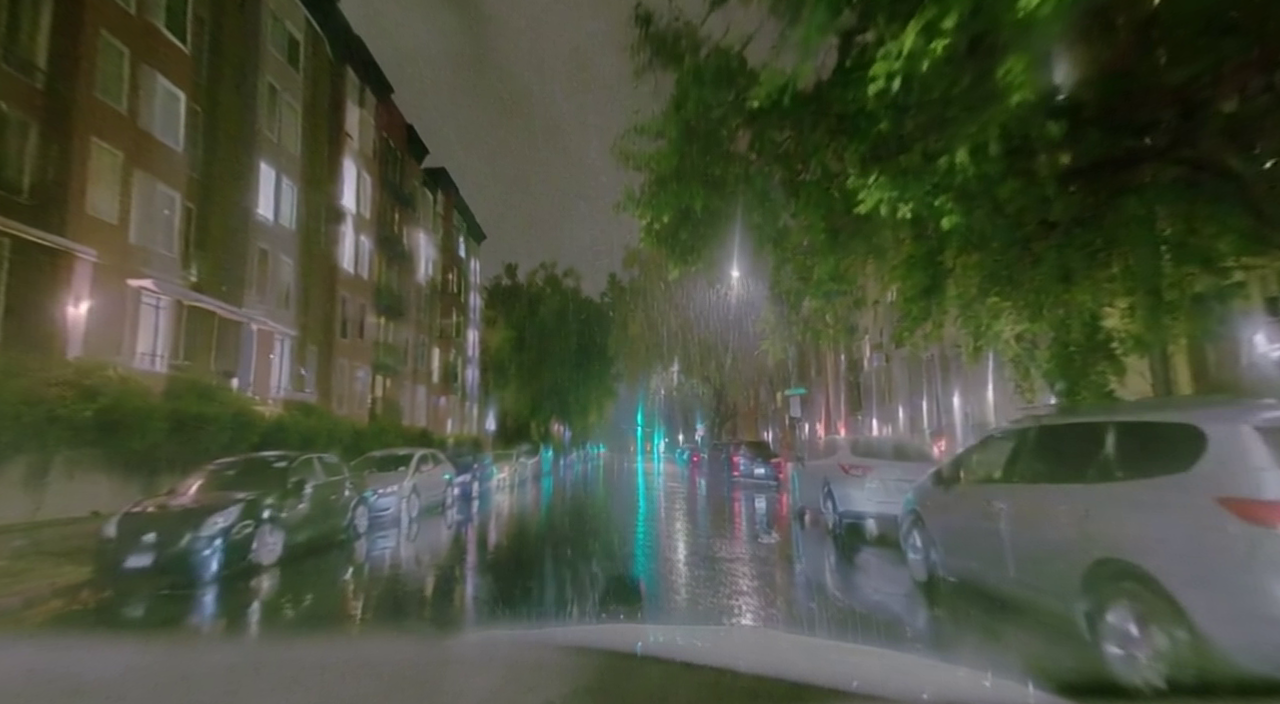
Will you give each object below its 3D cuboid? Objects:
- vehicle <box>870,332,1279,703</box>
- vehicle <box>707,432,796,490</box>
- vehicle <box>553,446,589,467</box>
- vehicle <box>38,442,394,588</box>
[{"bbox_3d":[3.639,1.158,4.637,2.093,1.801,4.788,2,-8,0],"label":"vehicle"},{"bbox_3d":[3.748,3.769,22.223,2.082,1.809,4.998,0,-8,-1],"label":"vehicle"},{"bbox_3d":[-5.093,7.764,47.211,2.080,1.458,4.511,0,-8,1],"label":"vehicle"},{"bbox_3d":[-5.218,2.000,8.711,1.772,1.466,4.342,0,-8,2],"label":"vehicle"}]
